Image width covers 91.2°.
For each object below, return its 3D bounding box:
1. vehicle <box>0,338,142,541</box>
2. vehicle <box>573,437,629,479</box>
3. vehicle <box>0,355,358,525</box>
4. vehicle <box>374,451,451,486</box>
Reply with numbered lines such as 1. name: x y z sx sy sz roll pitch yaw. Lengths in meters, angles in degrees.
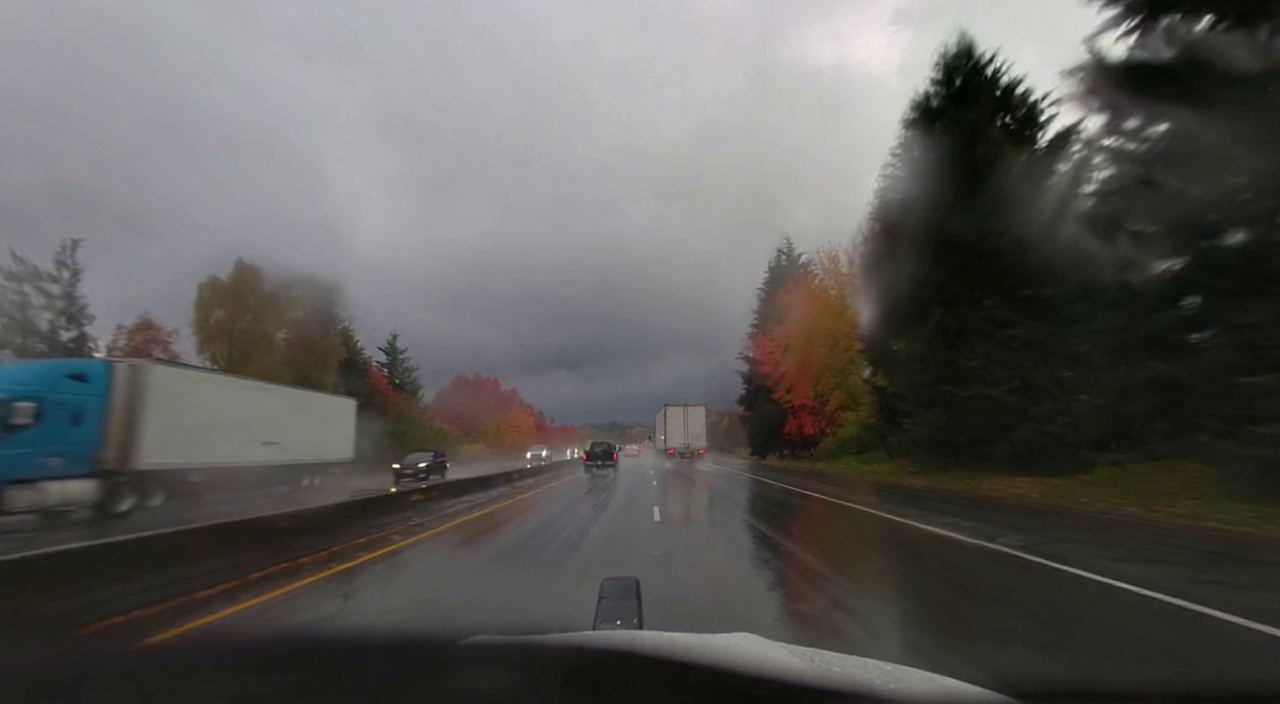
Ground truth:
1. vehicle: -15.105 2.068 14.580 2.924 4.285 4.614 -1 -9 0
2. vehicle: -1.646 4.697 27.904 2.151 1.693 4.201 -1 -9 1
3. vehicle: -14.960 3.191 22.426 2.946 4.111 14.152 -1 -9 1
4. vehicle: -10.860 5.568 30.263 1.958 1.503 4.696 -1 -9 0
